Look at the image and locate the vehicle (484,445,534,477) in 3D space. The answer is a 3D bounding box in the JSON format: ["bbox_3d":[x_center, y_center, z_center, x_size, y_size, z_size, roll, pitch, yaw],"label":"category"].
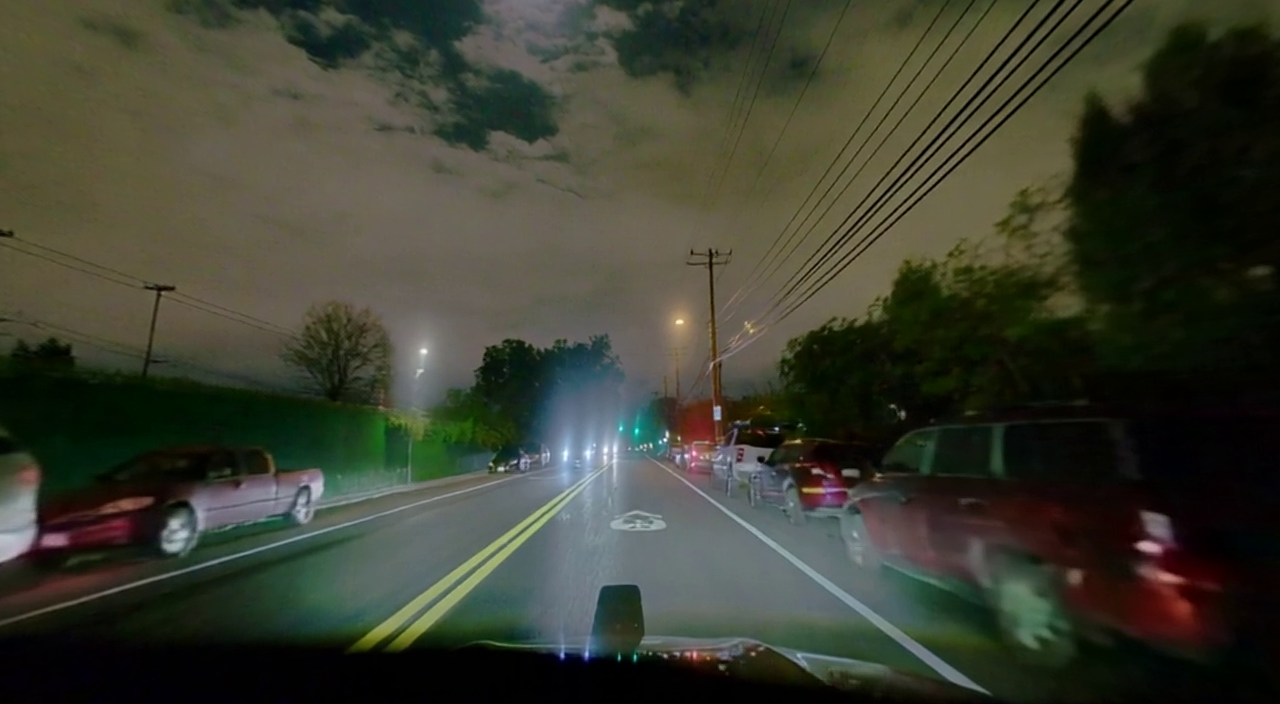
[{"bbox_3d":[-6.921,5.770,33.746,1.866,1.487,4.416,-1,-8,-2],"label":"vehicle"}]

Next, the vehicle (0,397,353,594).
[{"bbox_3d":[-6.688,1.911,9.573,2.195,2.033,5.741,-1,-8,-2],"label":"vehicle"}]

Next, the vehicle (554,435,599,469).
[{"bbox_3d":[-3.863,6.209,39.327,2.194,1.935,4.807,0,-9,1],"label":"vehicle"}]

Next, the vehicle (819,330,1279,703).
[{"bbox_3d":[3.315,1.176,4.767,2.338,1.822,4.877,0,-9,-2],"label":"vehicle"}]
